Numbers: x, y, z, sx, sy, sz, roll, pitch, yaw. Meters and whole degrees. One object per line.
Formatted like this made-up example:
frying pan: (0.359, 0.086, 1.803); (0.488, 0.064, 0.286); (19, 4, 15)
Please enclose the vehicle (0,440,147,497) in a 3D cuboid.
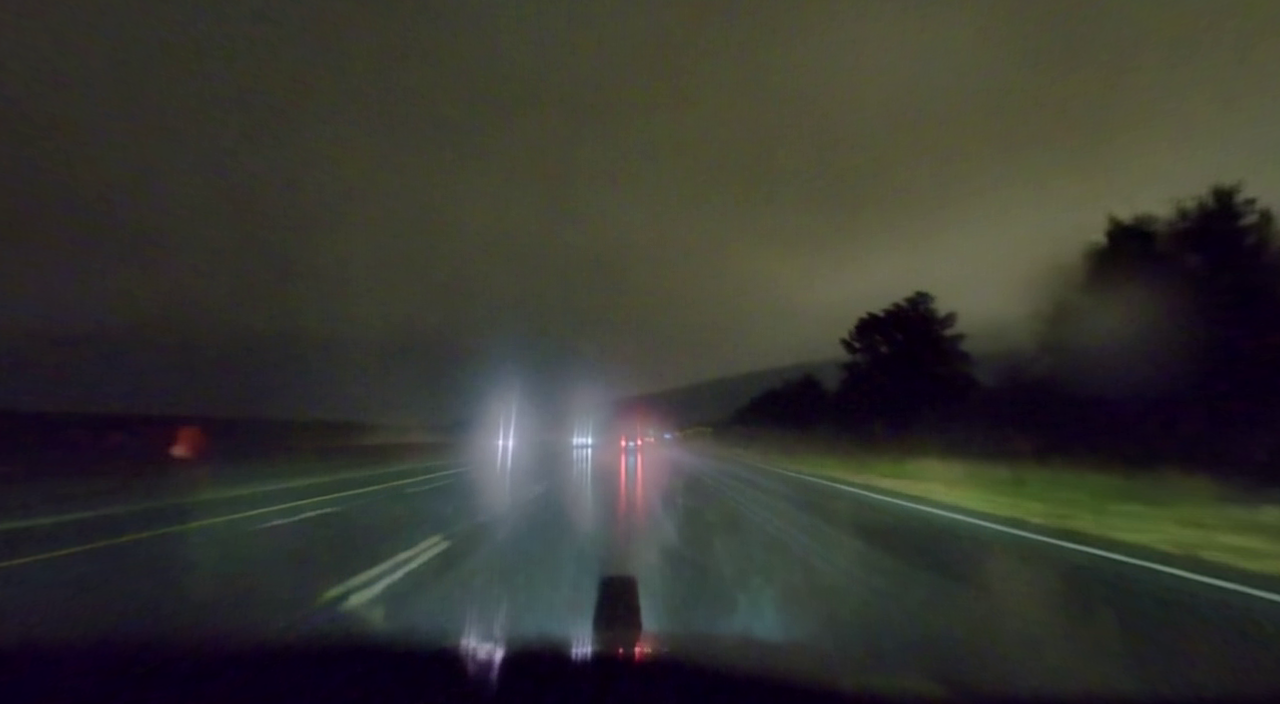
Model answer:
vehicle: (-17.970, 3.505, 19.522); (1.875, 1.515, 4.299); (0, -8, 0)
